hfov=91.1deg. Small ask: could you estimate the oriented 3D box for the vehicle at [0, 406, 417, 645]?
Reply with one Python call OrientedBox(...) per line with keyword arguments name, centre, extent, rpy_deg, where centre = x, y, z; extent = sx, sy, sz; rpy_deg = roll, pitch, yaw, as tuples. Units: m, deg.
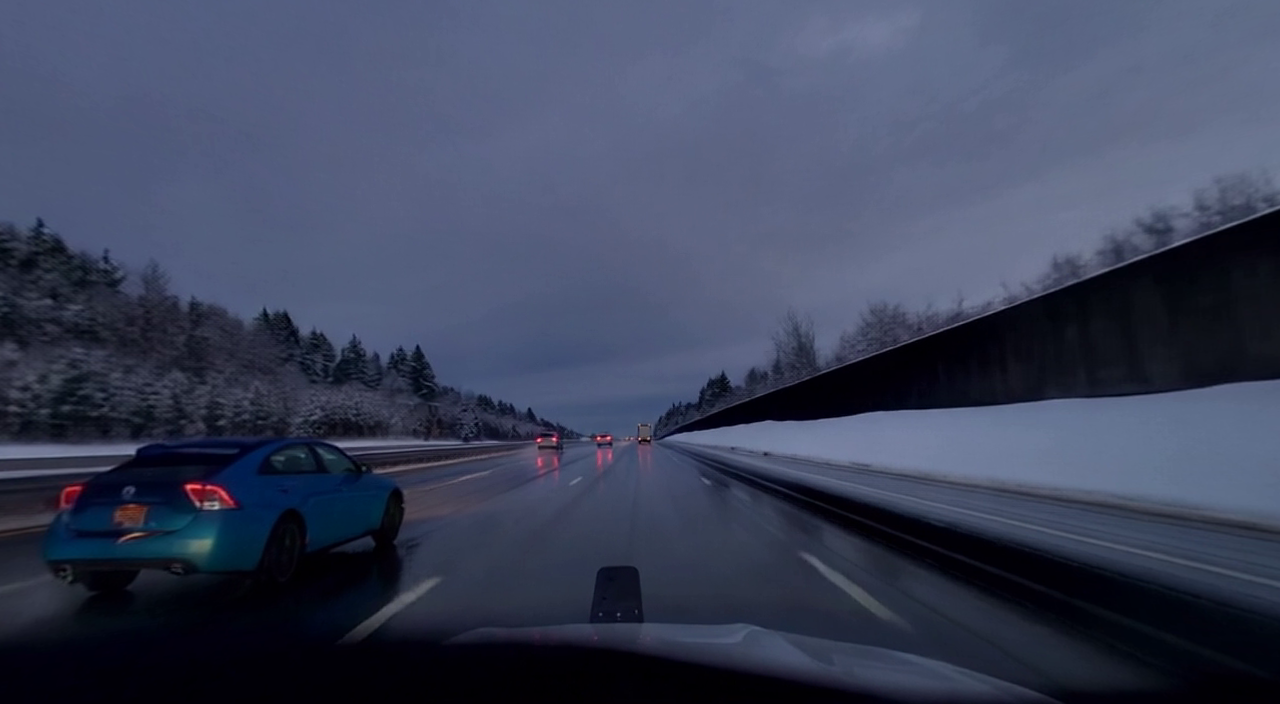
OrientedBox(name="vehicle", centre=(-3.921, 1.363, 6.000), extent=(2.079, 1.500, 3.881), rpy_deg=(0, -8, 1))
